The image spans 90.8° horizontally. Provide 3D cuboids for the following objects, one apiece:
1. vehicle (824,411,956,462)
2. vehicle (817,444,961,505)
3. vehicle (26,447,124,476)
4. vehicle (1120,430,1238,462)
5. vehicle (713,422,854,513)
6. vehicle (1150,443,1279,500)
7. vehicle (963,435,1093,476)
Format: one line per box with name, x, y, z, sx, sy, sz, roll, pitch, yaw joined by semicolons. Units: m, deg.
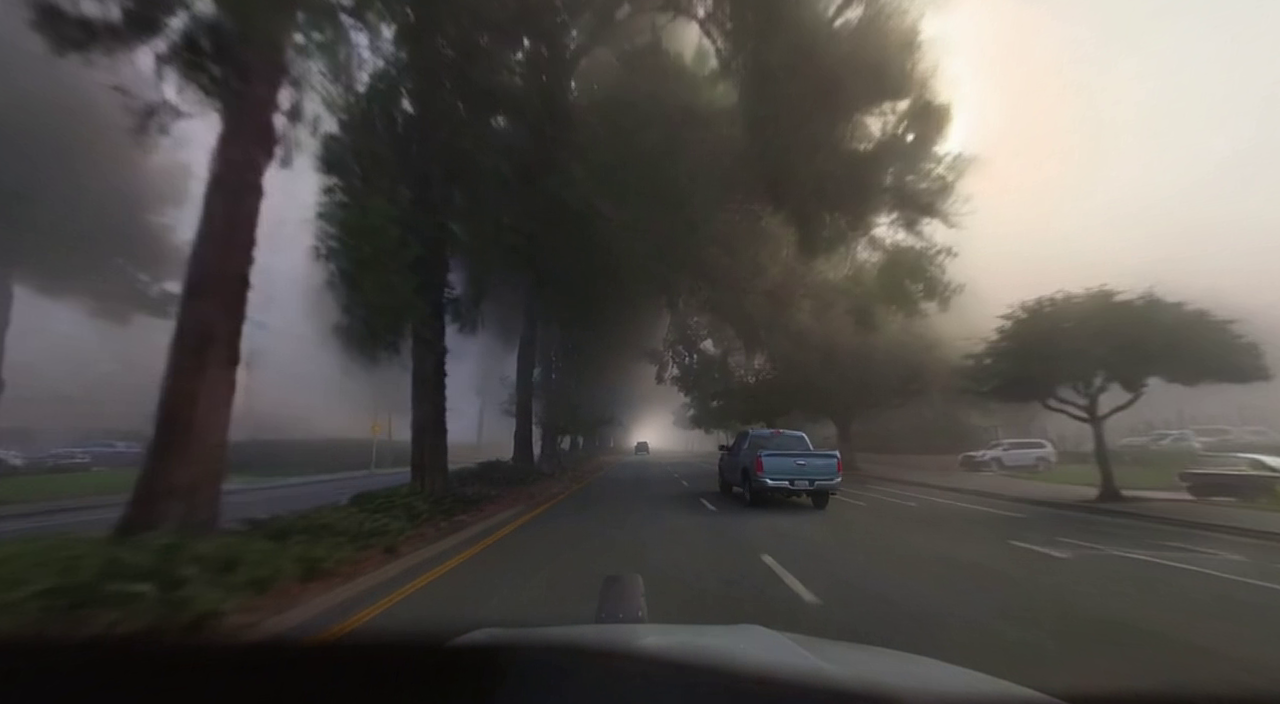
vehicle;18.792;6.412;47.944;8.393;3.716;3.472;0;-9;-2
vehicle;6.729;3.324;17.755;2.012;1.460;4.812;0;-8;-1
vehicle;-29.305;5.679;32.815;3.413;1.459;1.669;0;-8;0
vehicle;37.729;6.664;44.412;2.250;1.954;5.679;3;-11;-28
vehicle;3.213;2.727;15.490;2.138;1.836;5.245;0;-8;-1
vehicle;17.052;3.175;16.992;4.721;1.462;2.028;-4;-9;25
vehicle;17.730;4.756;29.183;4.747;1.761;2.043;-4;-9;22
